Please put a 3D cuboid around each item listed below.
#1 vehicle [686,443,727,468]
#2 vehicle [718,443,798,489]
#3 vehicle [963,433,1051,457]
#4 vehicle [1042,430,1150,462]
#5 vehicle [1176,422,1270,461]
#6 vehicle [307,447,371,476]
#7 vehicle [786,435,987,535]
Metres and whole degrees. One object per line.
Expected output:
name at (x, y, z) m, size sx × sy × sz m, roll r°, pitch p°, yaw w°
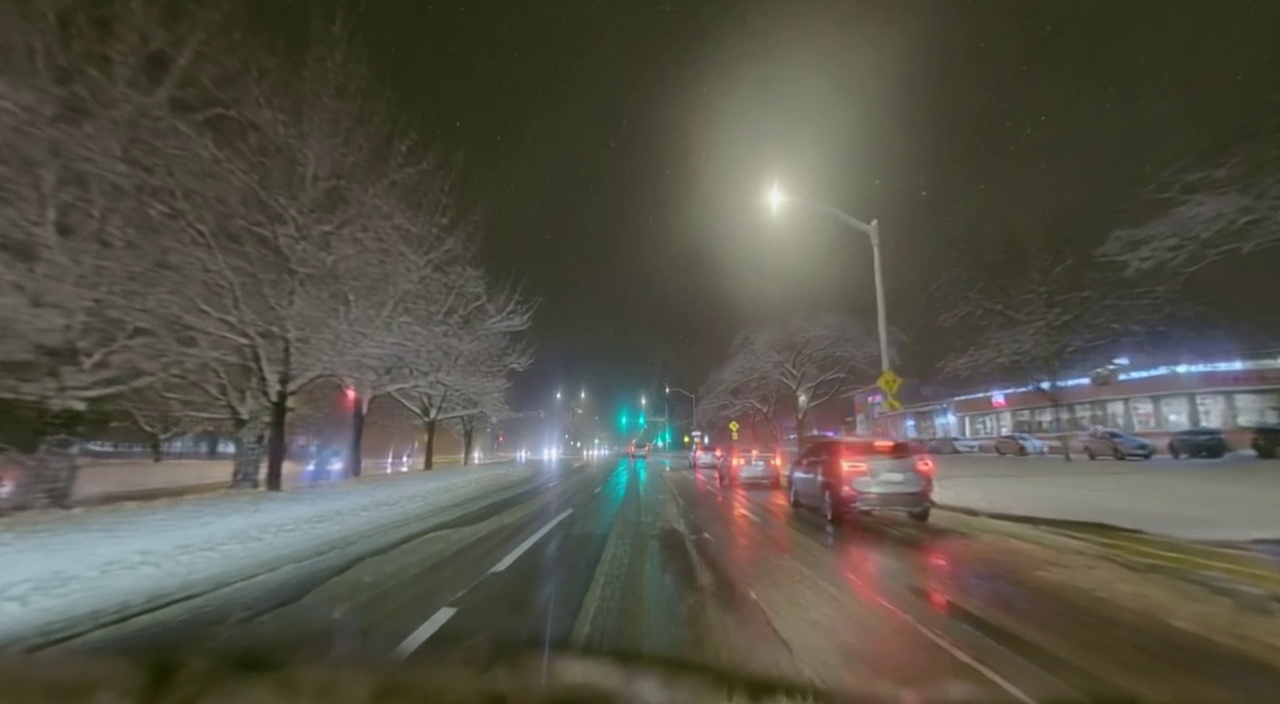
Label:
vehicle at (4.103, 6.469, 39.726) m, size 1.939 × 1.474 × 4.716 m, roll 0°, pitch -8°, yaw -1°
vehicle at (4.000, 3.918, 22.089) m, size 1.872 × 1.431 × 4.270 m, roll 0°, pitch -8°, yaw -2°
vehicle at (23.837, 6.071, 41.109) m, size 1.826 × 1.424 × 4.544 m, roll 4°, pitch -10°, yaw -28°
vehicle at (23.444, 4.854, 32.499) m, size 1.837 × 1.536 × 4.036 m, roll 6°, pitch -11°, yaw -37°
vehicle at (28.944, 4.453, 31.279) m, size 3.978 × 1.515 × 1.859 m, roll -2°, pitch -8°, yaw -25°
vehicle at (-17.286, 6.267, 36.407) m, size 1.764 × 1.563 × 3.872 m, roll 0°, pitch -8°, yaw 0°
vehicle at (4.166, 2.293, 11.533) m, size 1.913 × 1.463 × 4.198 m, roll 0°, pitch -8°, yaw -1°
